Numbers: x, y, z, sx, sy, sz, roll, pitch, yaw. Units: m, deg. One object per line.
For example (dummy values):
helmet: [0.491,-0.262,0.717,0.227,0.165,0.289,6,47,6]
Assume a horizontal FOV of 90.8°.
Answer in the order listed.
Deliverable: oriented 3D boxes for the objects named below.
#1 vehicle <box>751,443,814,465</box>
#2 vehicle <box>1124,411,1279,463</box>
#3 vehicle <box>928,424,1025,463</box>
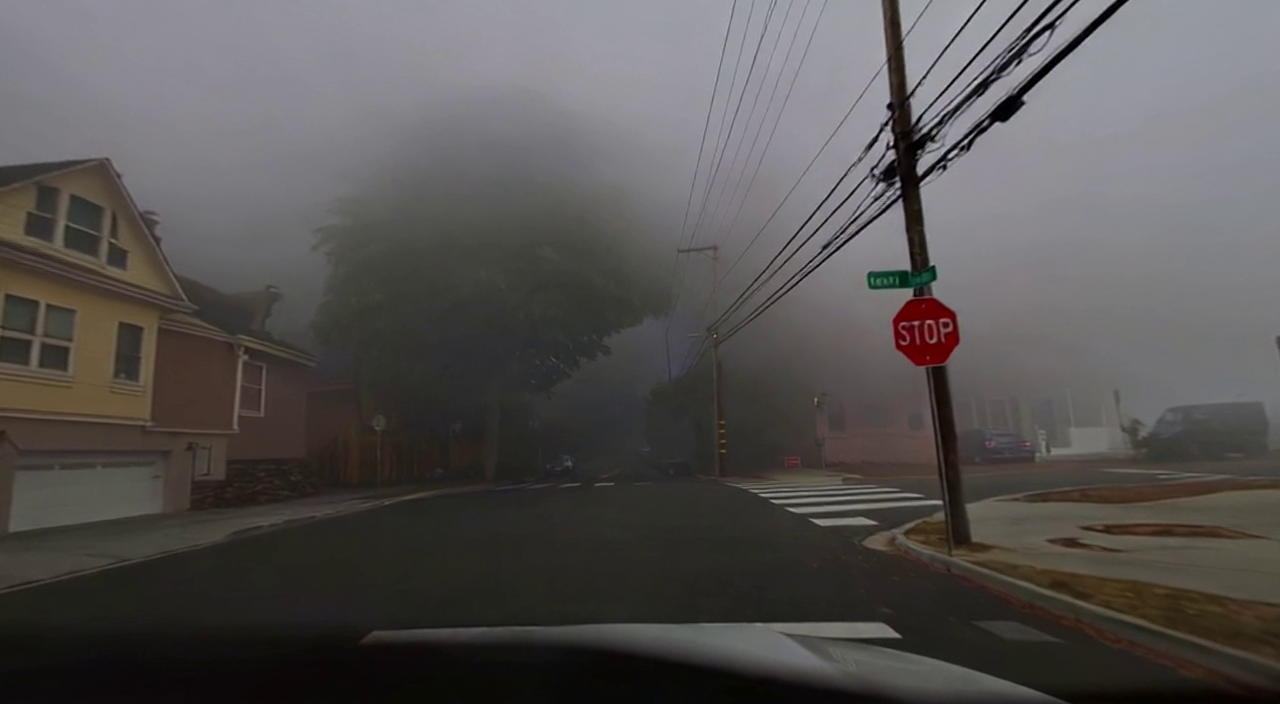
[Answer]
vehicle: [10.133,7.267,45.119,4.019,1.533,1.769,0,-9,0]
vehicle: [21.268,3.223,23.748,4.466,1.769,2.033,1,-8,0]
vehicle: [15.673,4.333,29.767,2.025,1.689,4.342,0,-9,-2]
